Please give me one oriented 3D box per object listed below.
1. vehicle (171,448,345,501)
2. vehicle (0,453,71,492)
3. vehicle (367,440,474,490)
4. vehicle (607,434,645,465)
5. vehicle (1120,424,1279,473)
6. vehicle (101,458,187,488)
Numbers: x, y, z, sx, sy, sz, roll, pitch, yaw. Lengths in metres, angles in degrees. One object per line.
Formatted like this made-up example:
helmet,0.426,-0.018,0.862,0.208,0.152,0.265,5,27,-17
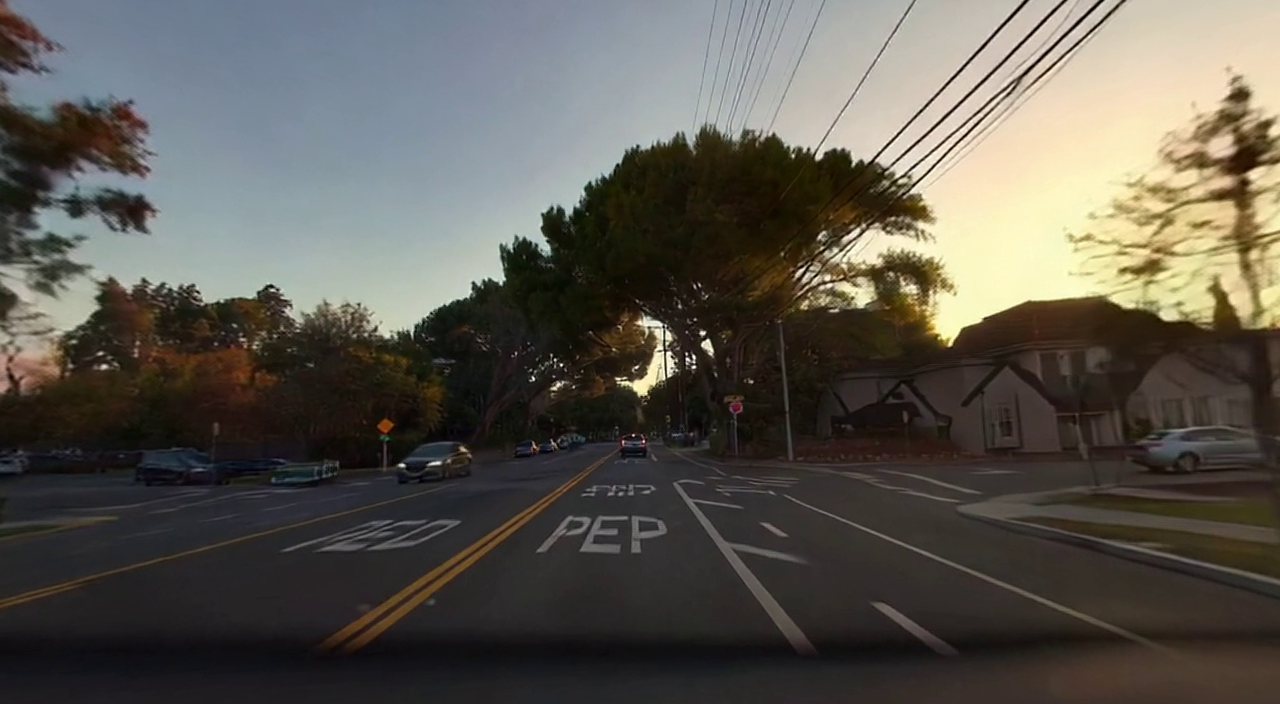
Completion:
vehicle,-14.132,4.528,23.631,5.190,1.502,2.085,-4,-8,-1
vehicle,-36.549,6.960,36.721,2.162,2.070,5.031,0,-8,1
vehicle,-7.200,3.739,21.307,2.034,1.464,4.438,0,-8,0
vehicle,-0.690,4.993,32.438,1.877,1.448,3.830,0,-8,0
vehicle,18.623,3.151,20.650,4.292,1.489,1.895,0,-8,-1
vehicle,-28.188,6.842,36.052,1.806,1.503,3.853,0,-8,-2
